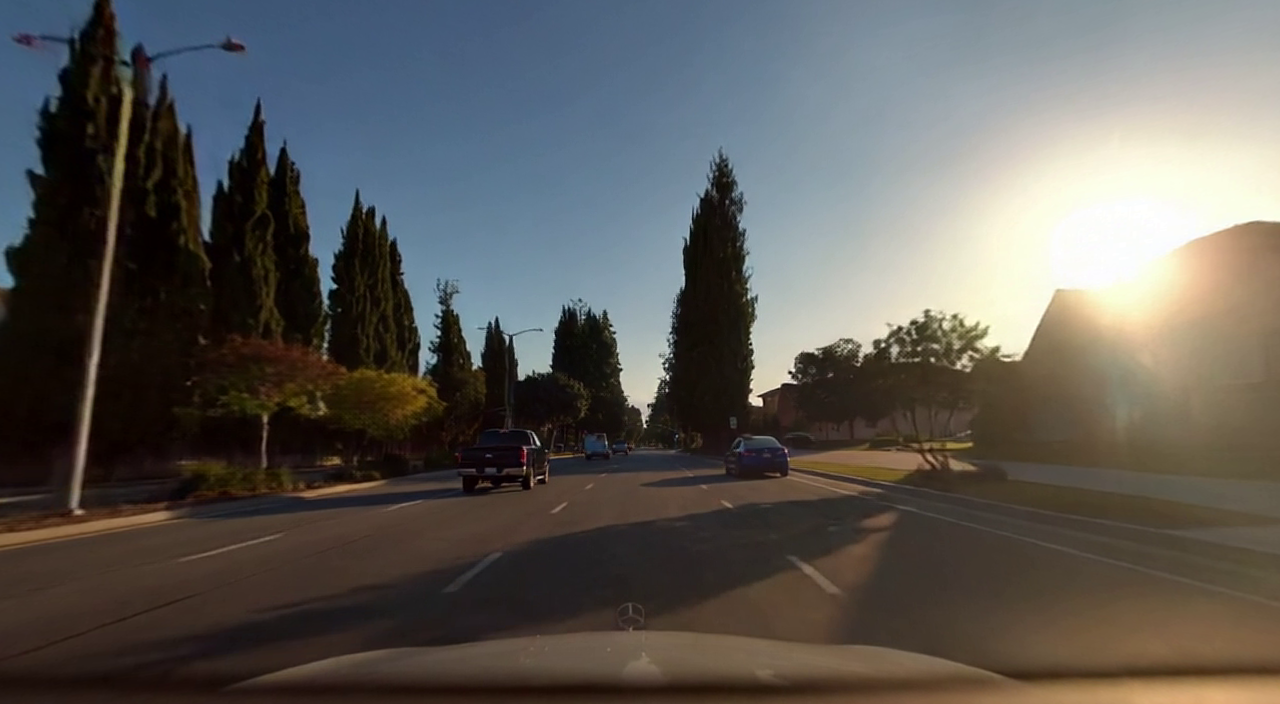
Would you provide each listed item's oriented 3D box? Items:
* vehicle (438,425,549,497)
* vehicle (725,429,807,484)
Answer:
[{"bbox_3d":[-3.942,3.029,17.904,2.002,1.747,4.728,0,-8,0],"label":"vehicle"},{"bbox_3d":[4.343,3.695,22.488,2.016,1.736,4.356,0,-8,0],"label":"vehicle"}]
